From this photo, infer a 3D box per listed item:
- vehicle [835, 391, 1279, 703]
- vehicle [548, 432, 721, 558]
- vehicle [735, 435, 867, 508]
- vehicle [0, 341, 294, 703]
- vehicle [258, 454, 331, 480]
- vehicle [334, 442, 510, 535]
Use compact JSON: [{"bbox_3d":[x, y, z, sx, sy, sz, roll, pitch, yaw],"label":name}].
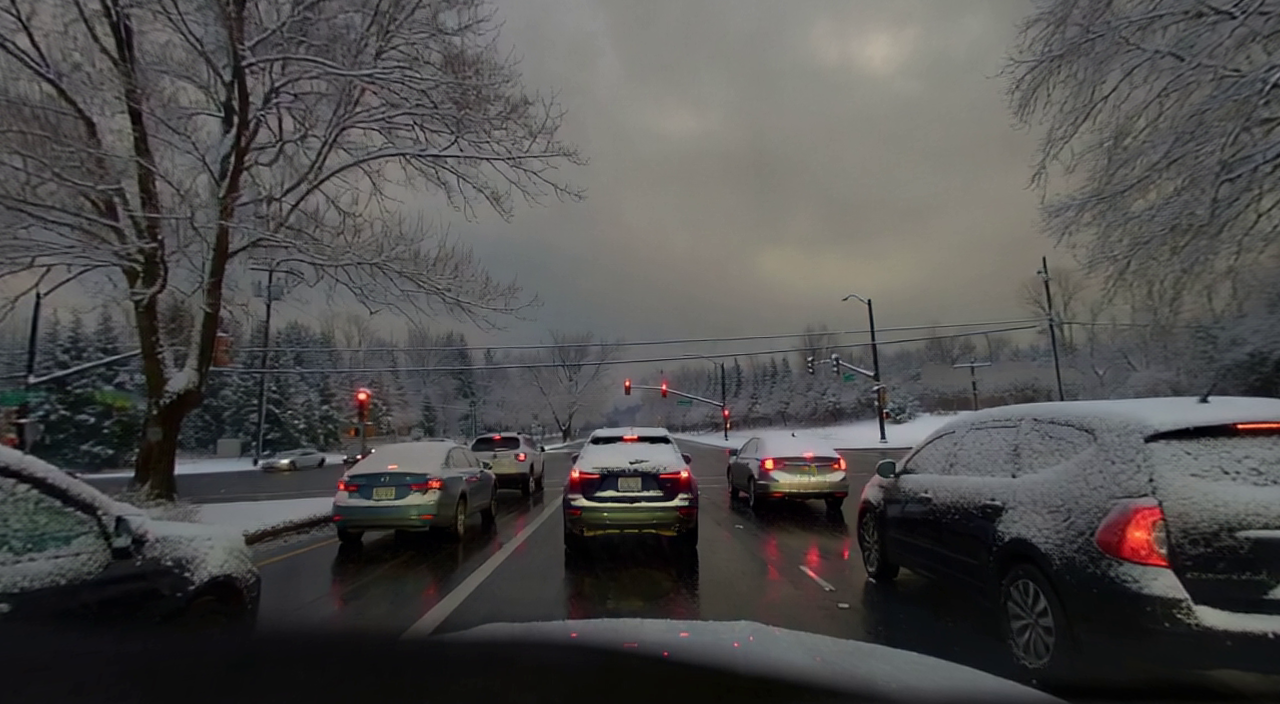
[{"bbox_3d":[3.381,1.307,5.423,1.933,1.564,4.600,0,-8,0],"label":"vehicle"},{"bbox_3d":[-0.080,2.006,9.598,2.061,1.470,3.970,0,-8,0],"label":"vehicle"},{"bbox_3d":[3.641,2.784,15.240,1.922,1.472,4.440,0,-8,-1],"label":"vehicle"},{"bbox_3d":[-3.666,0.839,2.538,2.047,1.764,4.369,0,-8,0],"label":"vehicle"},{"bbox_3d":[-23.675,7.845,43.278,4.432,1.685,1.957,-4,-9,24],"label":"vehicle"},{"bbox_3d":[-3.932,2.508,12.331,1.919,1.459,4.371,0,-8,-1],"label":"vehicle"}]
